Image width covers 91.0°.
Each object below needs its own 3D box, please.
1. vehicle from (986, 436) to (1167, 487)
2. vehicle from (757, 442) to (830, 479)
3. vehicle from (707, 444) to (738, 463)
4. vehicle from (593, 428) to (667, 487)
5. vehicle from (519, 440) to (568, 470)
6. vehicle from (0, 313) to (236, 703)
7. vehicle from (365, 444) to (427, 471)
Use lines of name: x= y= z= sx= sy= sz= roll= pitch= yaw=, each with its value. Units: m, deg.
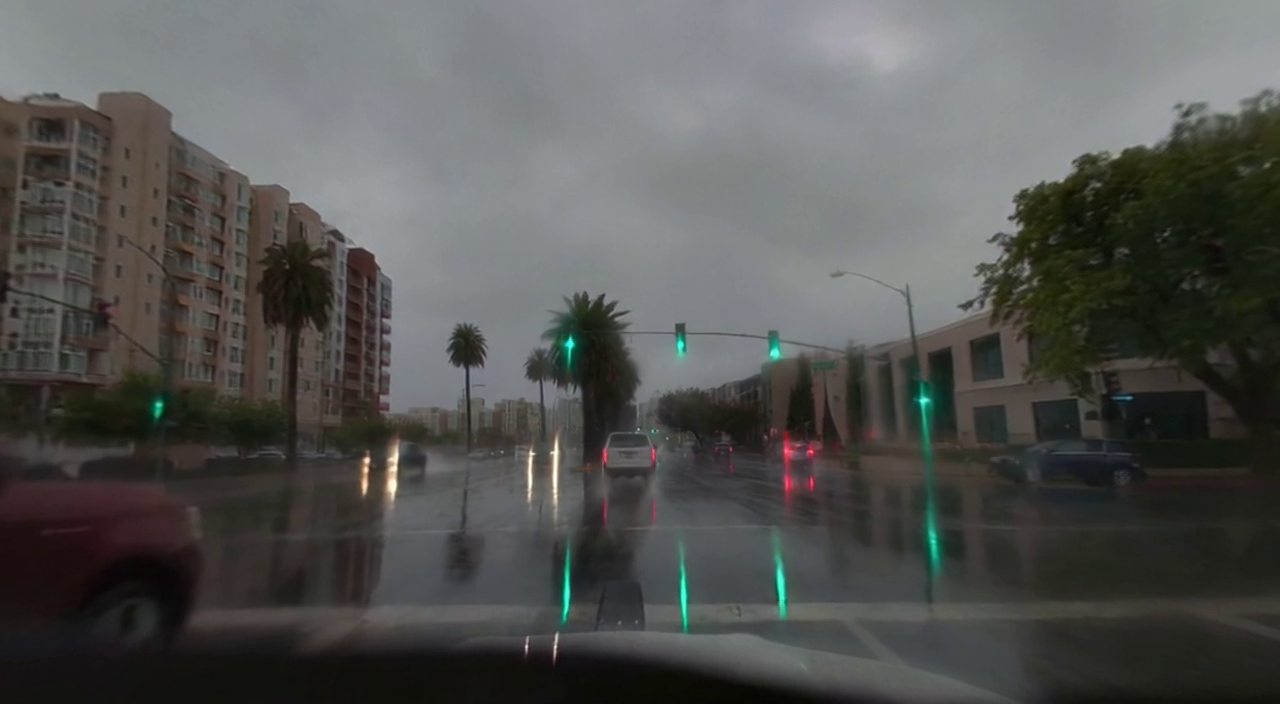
vehicle: x=15.357 y=3.867 z=22.467 sx=4.722 sy=1.695 sz=2.121 roll=-2 pitch=-9 yaw=11
vehicle: x=6.716 y=4.800 z=28.078 sx=1.975 sy=1.483 sz=4.769 roll=0 pitch=-8 yaw=-1
vehicle: x=6.408 y=7.873 z=49.050 sx=1.777 sy=1.443 sz=3.942 roll=0 pitch=-8 yaw=-2
vehicle: x=-0.313 y=3.592 z=21.775 sx=2.277 sy=1.816 sz=4.192 roll=0 pitch=-8 yaw=0
vehicle: x=-5.328 y=5.722 z=35.247 sx=2.028 sy=1.489 sz=4.386 roll=-3 pitch=-8 yaw=-1
vehicle: x=-3.438 y=0.571 z=1.044 sx=2.144 sy=1.796 sz=5.103 roll=0 pitch=-8 yaw=0
vehicle: x=-14.837 y=6.430 z=38.543 sx=1.850 sy=1.544 sz=4.858 roll=0 pitch=-8 yaw=0
